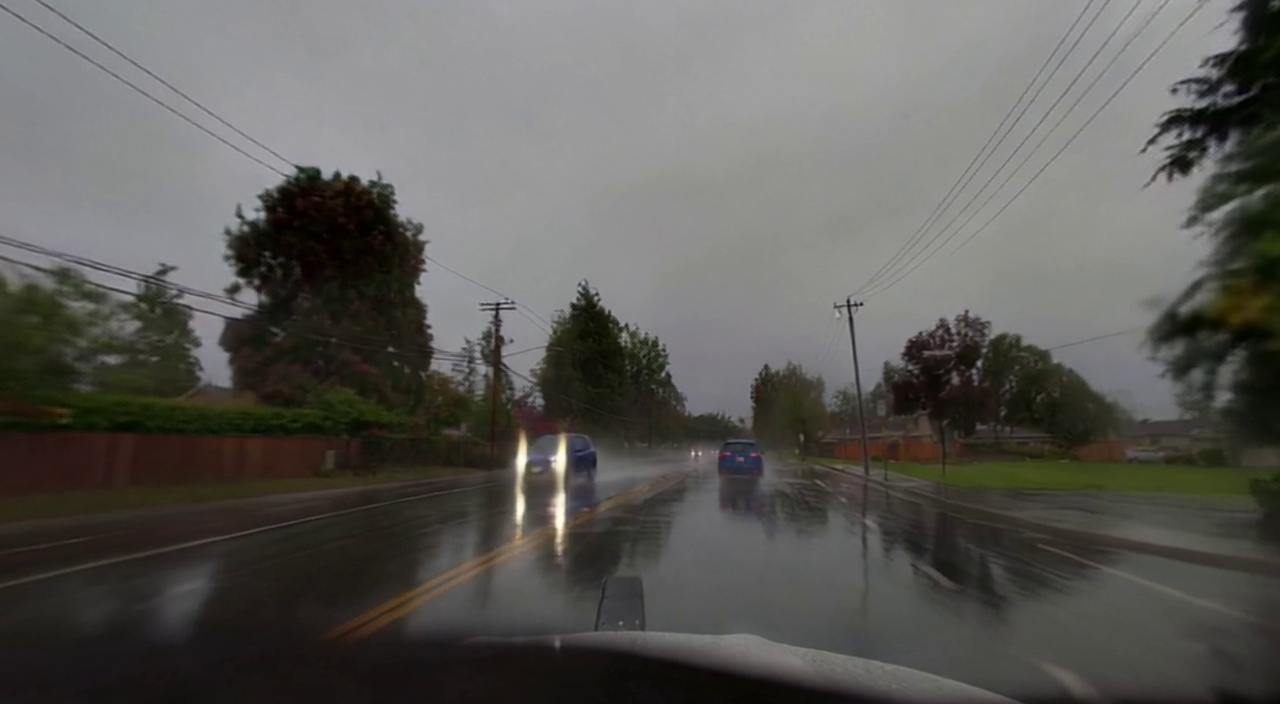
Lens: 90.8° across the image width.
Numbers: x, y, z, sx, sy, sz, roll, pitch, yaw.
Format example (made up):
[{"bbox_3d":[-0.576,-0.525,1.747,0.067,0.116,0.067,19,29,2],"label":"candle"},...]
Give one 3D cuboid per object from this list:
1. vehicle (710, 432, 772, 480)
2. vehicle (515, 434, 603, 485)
[{"bbox_3d":[3.905,3.989,24.533,2.139,1.699,3.916,-1,-8,9],"label":"vehicle"},{"bbox_3d":[-2.829,3.899,23.301,2.226,1.664,4.342,-1,-8,6],"label":"vehicle"}]
